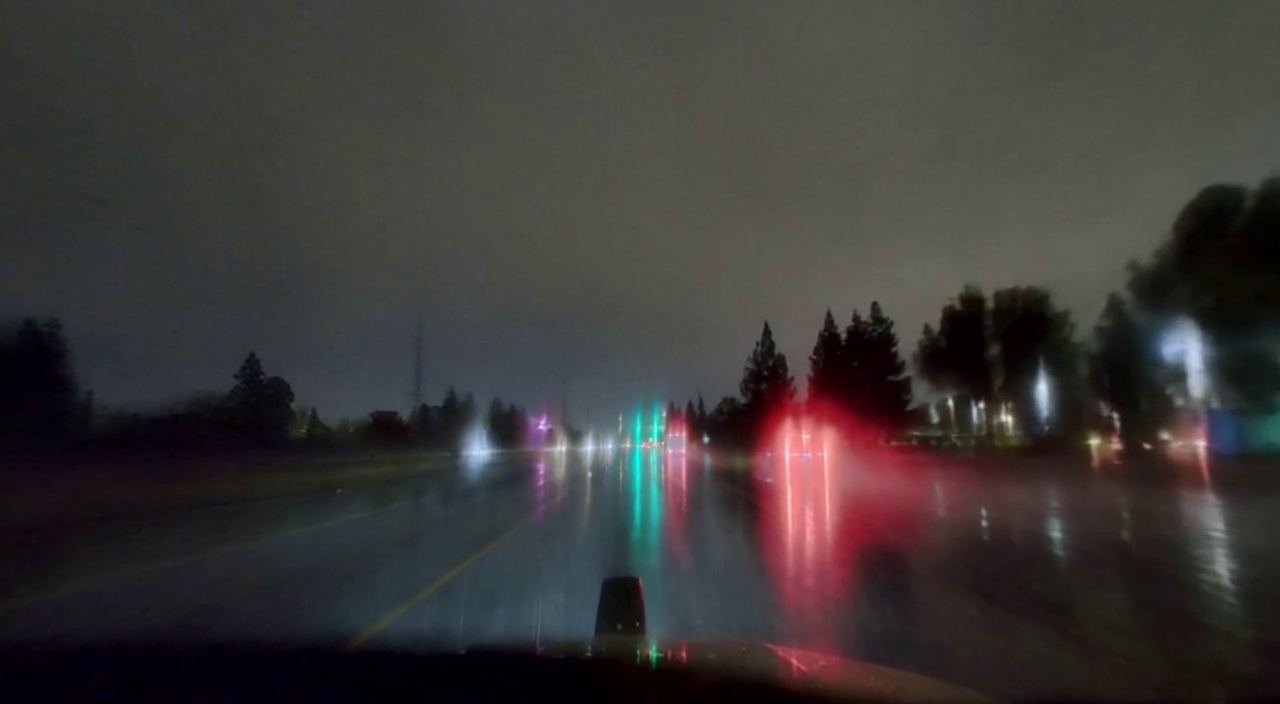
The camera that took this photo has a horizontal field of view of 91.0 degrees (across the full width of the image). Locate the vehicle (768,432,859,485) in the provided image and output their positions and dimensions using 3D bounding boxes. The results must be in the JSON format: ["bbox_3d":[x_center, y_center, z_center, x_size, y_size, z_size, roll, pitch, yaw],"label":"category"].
[{"bbox_3d":[6.316,3.938,23.577,2.096,1.767,4.601,0,-9,0],"label":"vehicle"}]
